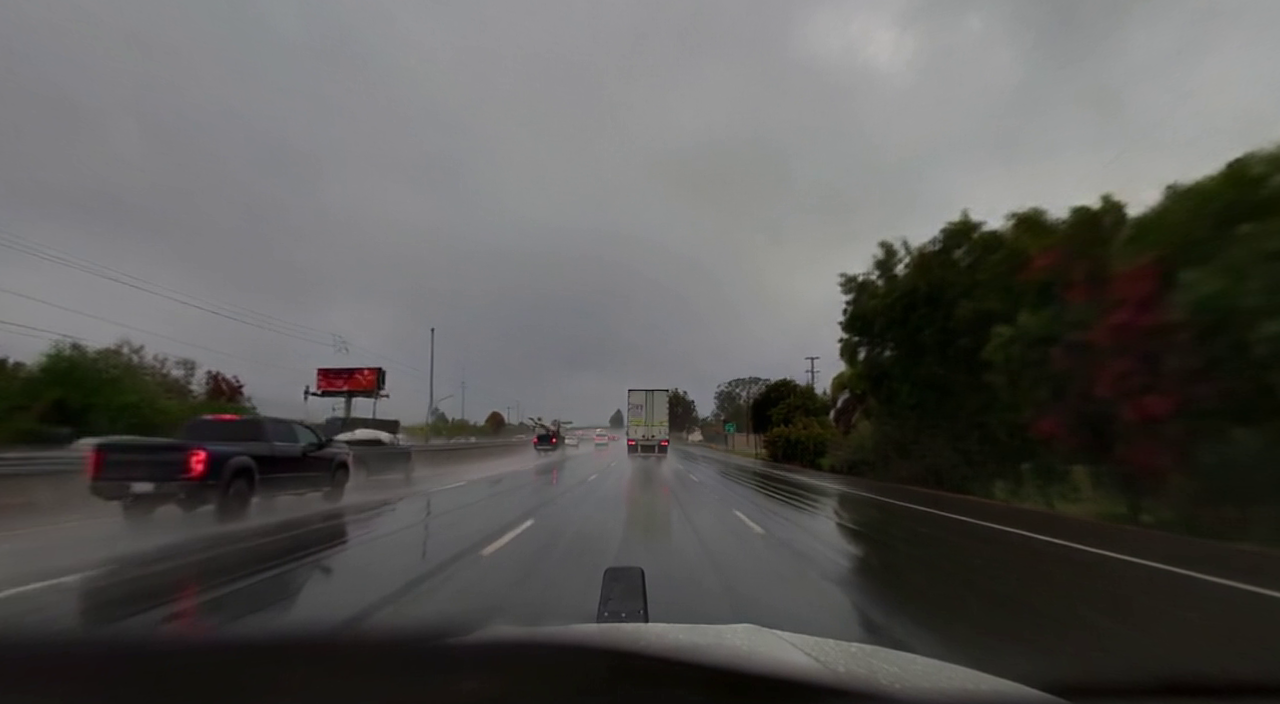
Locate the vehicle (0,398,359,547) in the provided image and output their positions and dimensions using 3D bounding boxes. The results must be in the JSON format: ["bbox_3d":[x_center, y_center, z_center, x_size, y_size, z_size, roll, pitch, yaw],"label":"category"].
[{"bbox_3d":[-7.059,1.889,10.601,2.197,1.847,5.364,0,-8,0],"label":"vehicle"}]

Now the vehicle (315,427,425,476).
[{"bbox_3d":[-10.776,4.025,25.719,2.010,1.766,5.365,0,-8,1],"label":"vehicle"}]

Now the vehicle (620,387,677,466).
[{"bbox_3d":[0.649,4.607,37.979,2.879,4.027,11.243,0,-8,2],"label":"vehicle"}]

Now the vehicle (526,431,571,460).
[{"bbox_3d":[-6.466,6.685,45.301,2.263,1.936,5.802,0,-8,1],"label":"vehicle"}]
